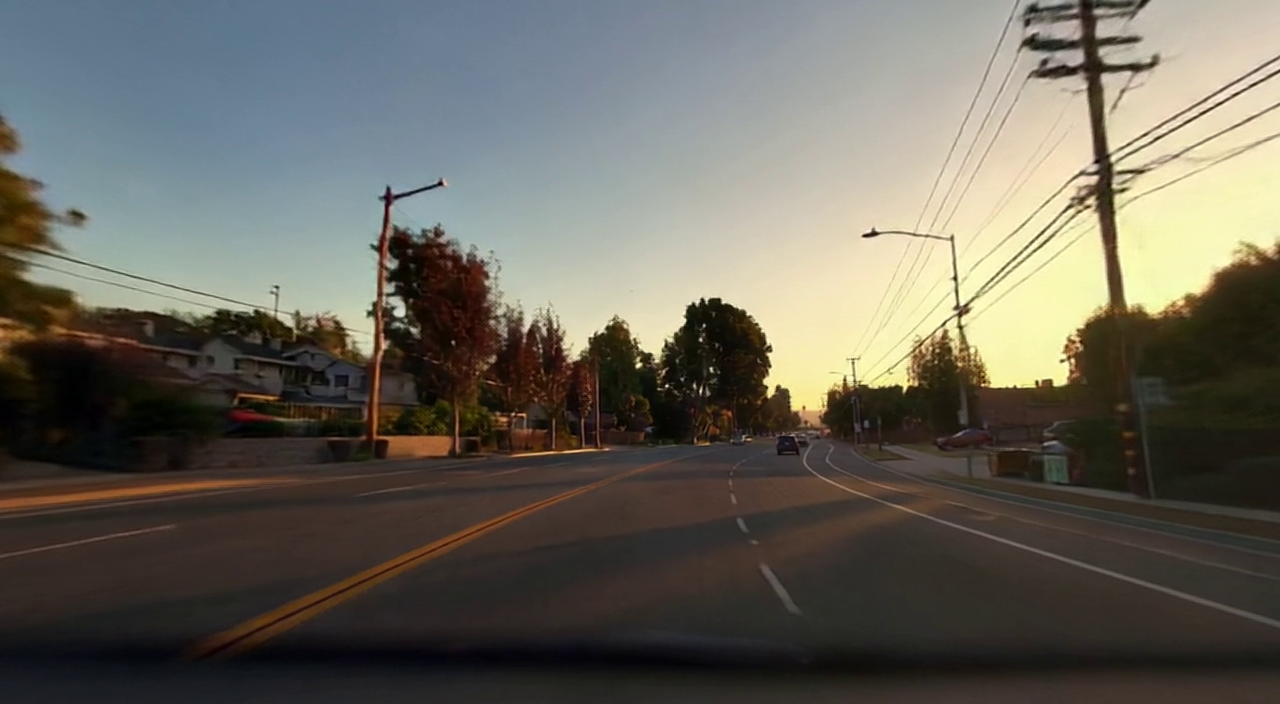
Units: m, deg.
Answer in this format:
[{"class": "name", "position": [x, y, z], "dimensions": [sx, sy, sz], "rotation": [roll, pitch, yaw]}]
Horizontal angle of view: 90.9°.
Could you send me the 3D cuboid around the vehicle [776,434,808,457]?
[{"class": "vehicle", "position": [10.152, 6.276, 42.234], "dimensions": [1.982, 1.451, 4.152], "rotation": [-2, -9, 12]}]
